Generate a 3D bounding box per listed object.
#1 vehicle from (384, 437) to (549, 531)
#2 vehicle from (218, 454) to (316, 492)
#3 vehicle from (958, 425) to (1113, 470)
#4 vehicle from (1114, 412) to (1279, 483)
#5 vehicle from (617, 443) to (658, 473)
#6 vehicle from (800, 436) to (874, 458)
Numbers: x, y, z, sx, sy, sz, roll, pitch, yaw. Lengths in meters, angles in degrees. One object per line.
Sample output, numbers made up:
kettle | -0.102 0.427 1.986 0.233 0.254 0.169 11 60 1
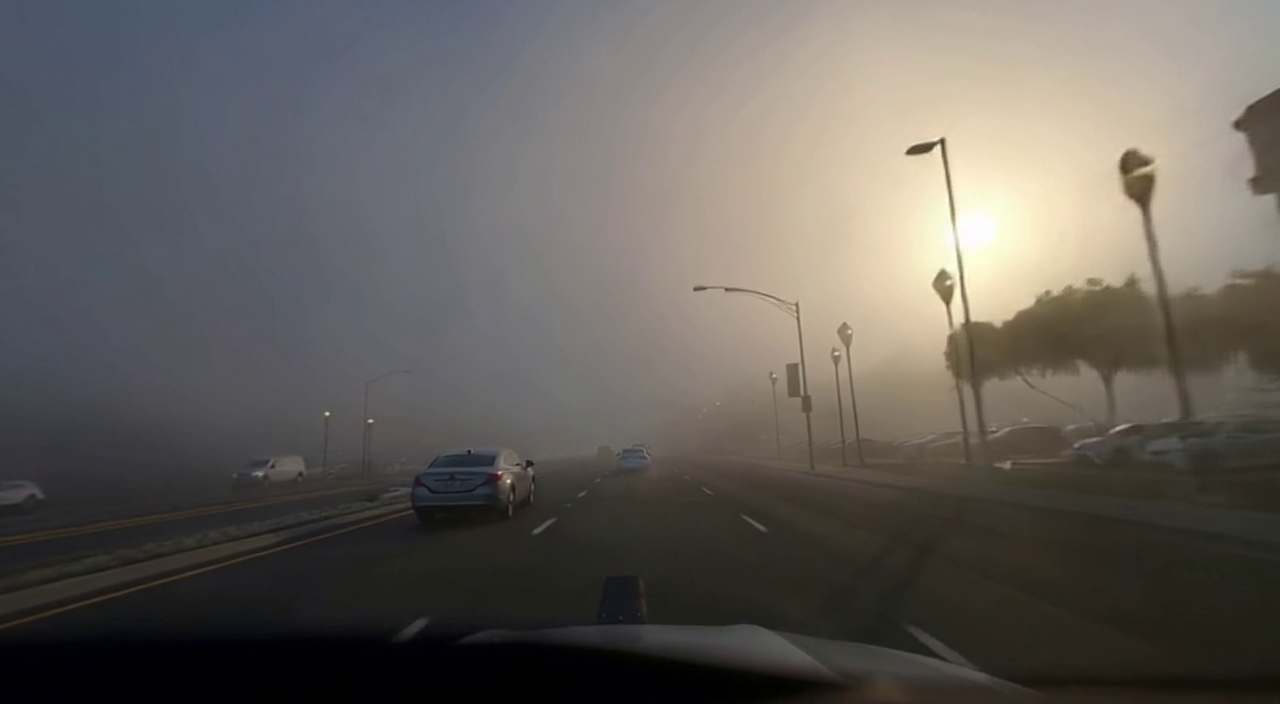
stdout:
vehicle | -3.096 2.444 12.292 1.939 1.496 4.309 0 -9 1
vehicle | -23.024 7.435 39.269 2.416 2.082 6.190 0 -9 -2
vehicle | 14.502 3.524 23.283 4.307 1.552 2.063 0 -9 0
vehicle | 14.320 2.286 15.108 4.184 1.555 2.033 0 -9 0
vehicle | -0.142 5.496 32.917 2.019 1.459 4.005 0 -9 -1
vehicle | 14.066 6.819 45.184 4.630 1.497 2.016 0 -9 0
